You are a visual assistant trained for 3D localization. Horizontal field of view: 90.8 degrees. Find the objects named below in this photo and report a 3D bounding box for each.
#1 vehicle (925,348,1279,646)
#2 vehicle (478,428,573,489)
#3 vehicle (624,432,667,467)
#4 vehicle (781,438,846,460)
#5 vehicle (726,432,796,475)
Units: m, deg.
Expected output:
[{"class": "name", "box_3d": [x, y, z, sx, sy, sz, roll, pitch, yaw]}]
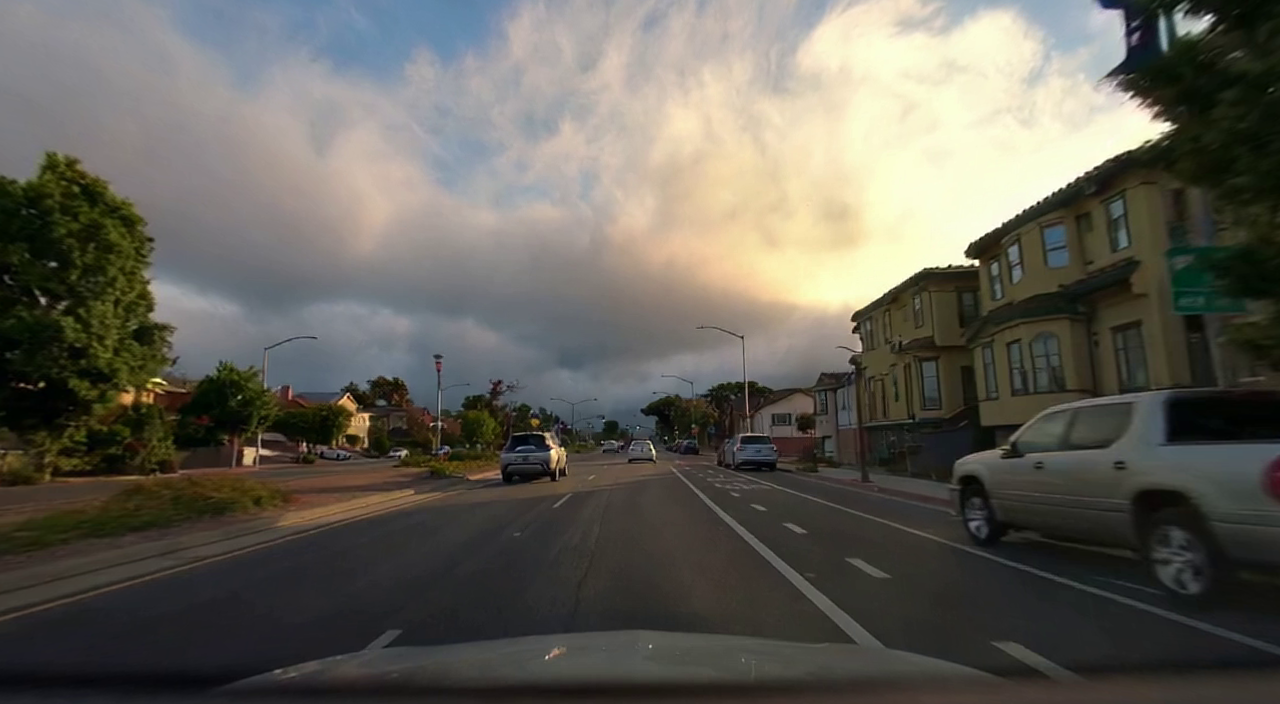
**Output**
[{"class": "vehicle", "box_3d": [5.590, 1.319, 6.484, 2.473, 2.021, 5.883, 0, -9, -1]}, {"class": "vehicle", "box_3d": [-3.628, 3.499, 20.971, 2.233, 1.775, 4.491, 0, -9, 1]}, {"class": "vehicle", "box_3d": [0.301, 5.609, 36.315, 2.273, 1.851, 5.075, 0, -9, 0]}, {"class": "vehicle", "box_3d": [13.343, 7.497, 48.737, 4.443, 1.631, 1.947, 0, -9, -3]}, {"class": "vehicle", "box_3d": [5.725, 4.886, 30.673, 2.217, 1.874, 5.660, 0, -9, 0]}]
